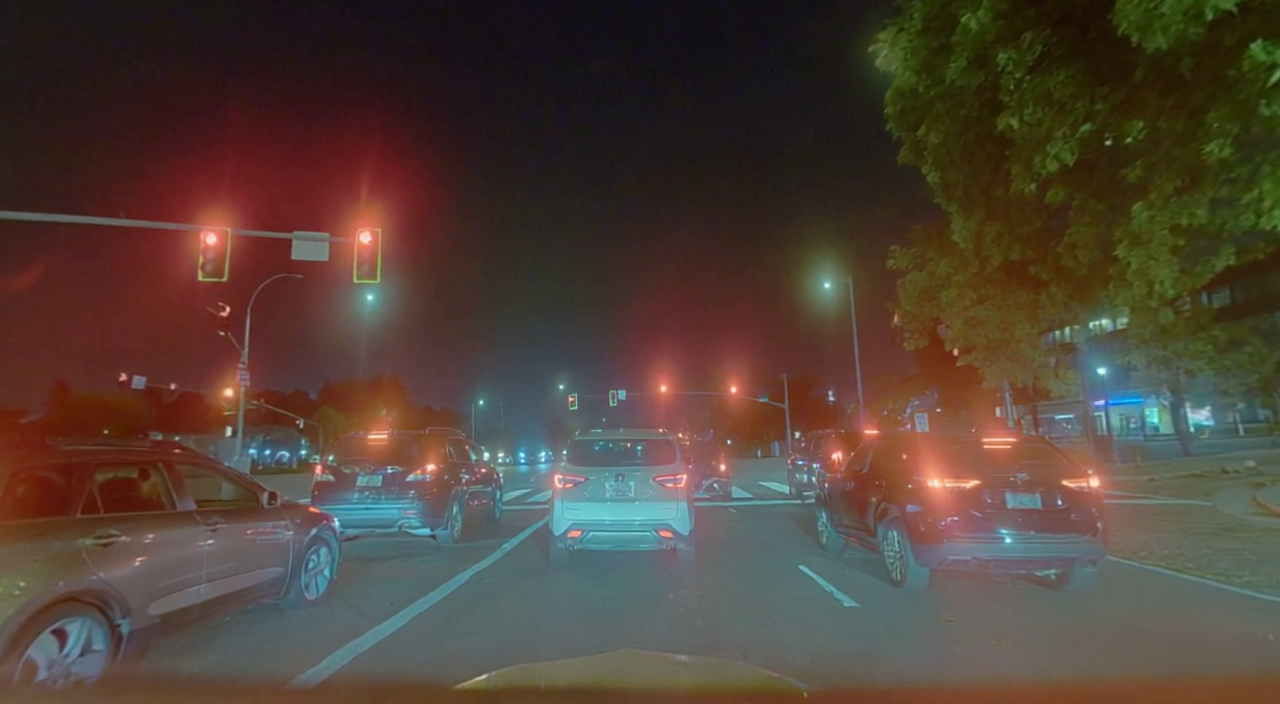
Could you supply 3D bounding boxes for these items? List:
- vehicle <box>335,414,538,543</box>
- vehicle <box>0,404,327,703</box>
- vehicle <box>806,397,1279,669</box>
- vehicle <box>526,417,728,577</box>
[{"bbox_3d":[-3.226,2.111,11.171,2.048,1.805,4.405,0,-8,1],"label":"vehicle"},{"bbox_3d":[-3.350,0.951,2.368,1.863,1.495,4.667,0,-8,1],"label":"vehicle"},{"bbox_3d":[3.223,1.442,6.193,2.006,1.659,4.462,0,-8,1],"label":"vehicle"},{"bbox_3d":[-0.101,1.800,8.556,2.106,1.655,3.717,0,-8,1],"label":"vehicle"}]
